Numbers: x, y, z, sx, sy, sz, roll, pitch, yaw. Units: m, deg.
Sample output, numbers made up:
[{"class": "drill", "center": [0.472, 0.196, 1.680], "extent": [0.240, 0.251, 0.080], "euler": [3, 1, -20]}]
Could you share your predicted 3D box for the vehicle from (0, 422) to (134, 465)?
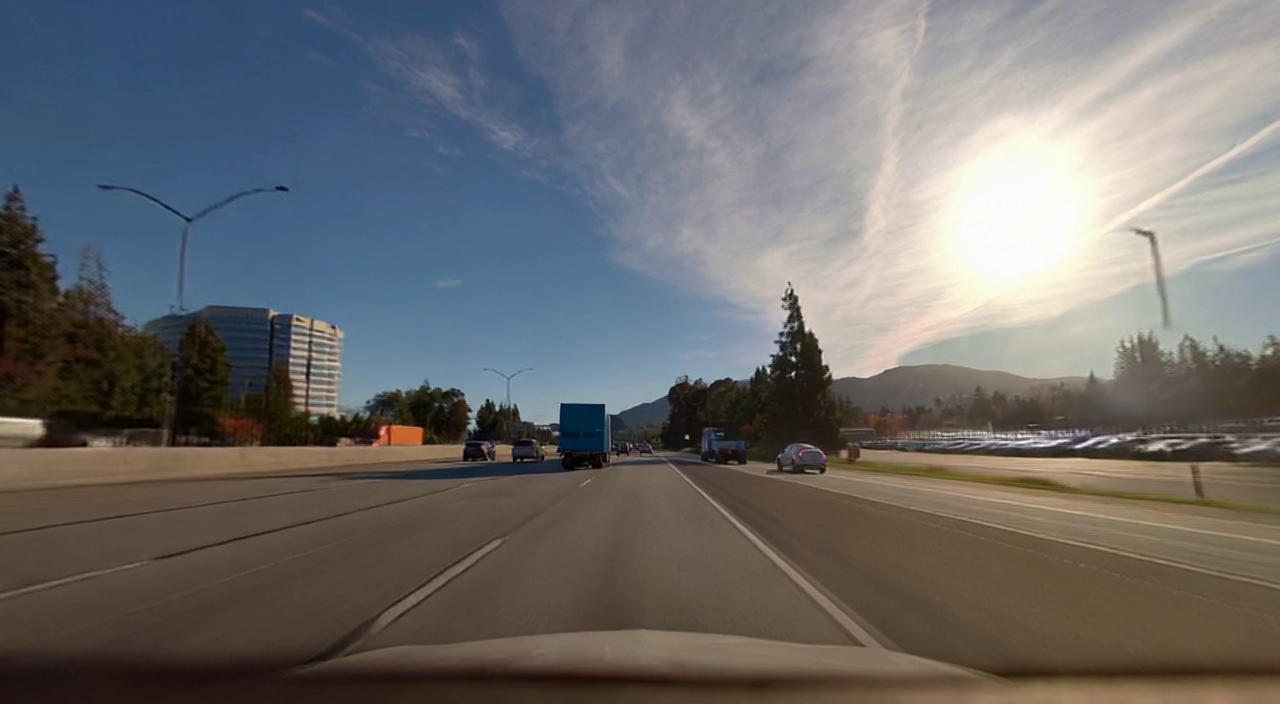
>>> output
[{"class": "vehicle", "center": [-36.666, 5.800, 40.071], "extent": [2.598, 2.463, 7.577], "euler": [0, -8, 1]}]

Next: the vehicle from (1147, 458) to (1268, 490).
[{"class": "vehicle", "center": [28.339, 6.094, 31.601], "extent": [4.298, 1.453, 1.877], "euler": [0, -8, -2]}]

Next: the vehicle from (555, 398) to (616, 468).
[{"class": "vehicle", "center": [-3.359, 5.599, 42.772], "extent": [2.905, 4.037, 12.921], "euler": [0, -8, 1]}]

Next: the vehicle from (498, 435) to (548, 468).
[{"class": "vehicle", "center": [-6.915, 5.940, 37.870], "extent": [2.058, 1.840, 4.443], "euler": [0, -8, 1]}]

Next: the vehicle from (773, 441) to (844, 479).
[{"class": "vehicle", "center": [8.262, 5.324, 31.364], "extent": [2.083, 1.706, 4.129], "euler": [1, -8, -5]}]

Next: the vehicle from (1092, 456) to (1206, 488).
[{"class": "vehicle", "center": [27.934, 6.558, 34.684], "extent": [4.569, 1.449, 2.013], "euler": [-2, -8, -3]}]
